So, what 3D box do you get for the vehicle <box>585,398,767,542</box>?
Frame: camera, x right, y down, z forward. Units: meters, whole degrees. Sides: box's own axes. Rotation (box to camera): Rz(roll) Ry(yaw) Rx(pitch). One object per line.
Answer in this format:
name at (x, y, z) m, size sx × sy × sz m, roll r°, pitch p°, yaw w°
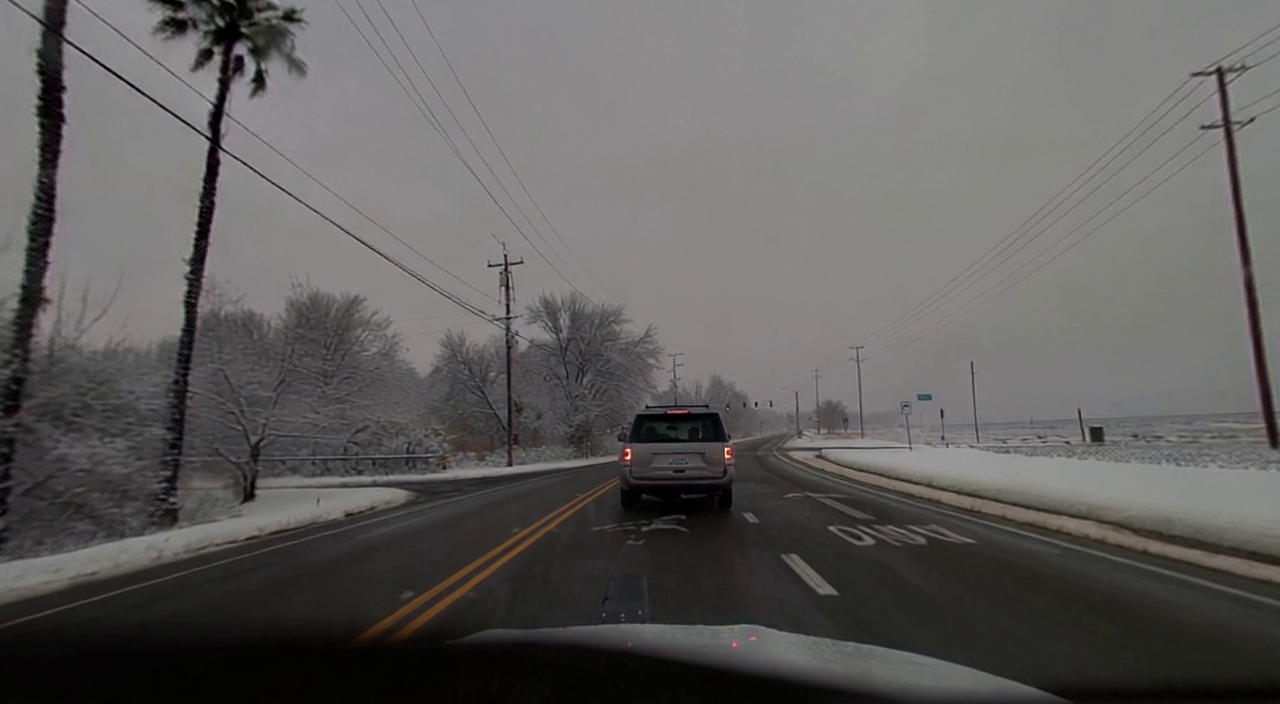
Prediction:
vehicle at (0.469, 1.875, 10.576) m, size 2.364 × 1.859 × 4.538 m, roll 0°, pitch -9°, yaw 0°
